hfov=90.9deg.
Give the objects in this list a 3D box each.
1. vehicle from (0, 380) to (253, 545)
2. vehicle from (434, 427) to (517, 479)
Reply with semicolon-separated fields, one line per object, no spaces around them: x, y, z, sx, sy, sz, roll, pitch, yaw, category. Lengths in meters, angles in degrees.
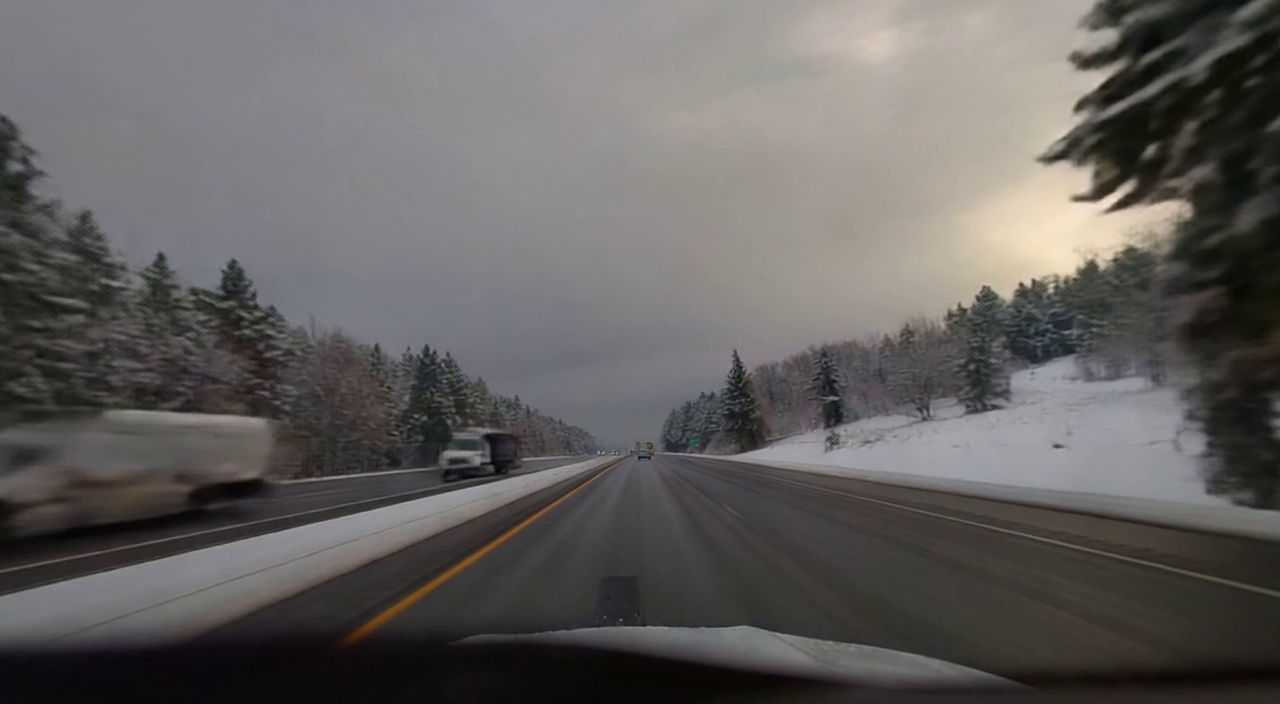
-12.660;2.540;15.014;2.459;3.018;6.687;0;-9;1;vehicle
-9.148;5.750;35.883;2.861;2.656;6.435;0;-9;1;vehicle
